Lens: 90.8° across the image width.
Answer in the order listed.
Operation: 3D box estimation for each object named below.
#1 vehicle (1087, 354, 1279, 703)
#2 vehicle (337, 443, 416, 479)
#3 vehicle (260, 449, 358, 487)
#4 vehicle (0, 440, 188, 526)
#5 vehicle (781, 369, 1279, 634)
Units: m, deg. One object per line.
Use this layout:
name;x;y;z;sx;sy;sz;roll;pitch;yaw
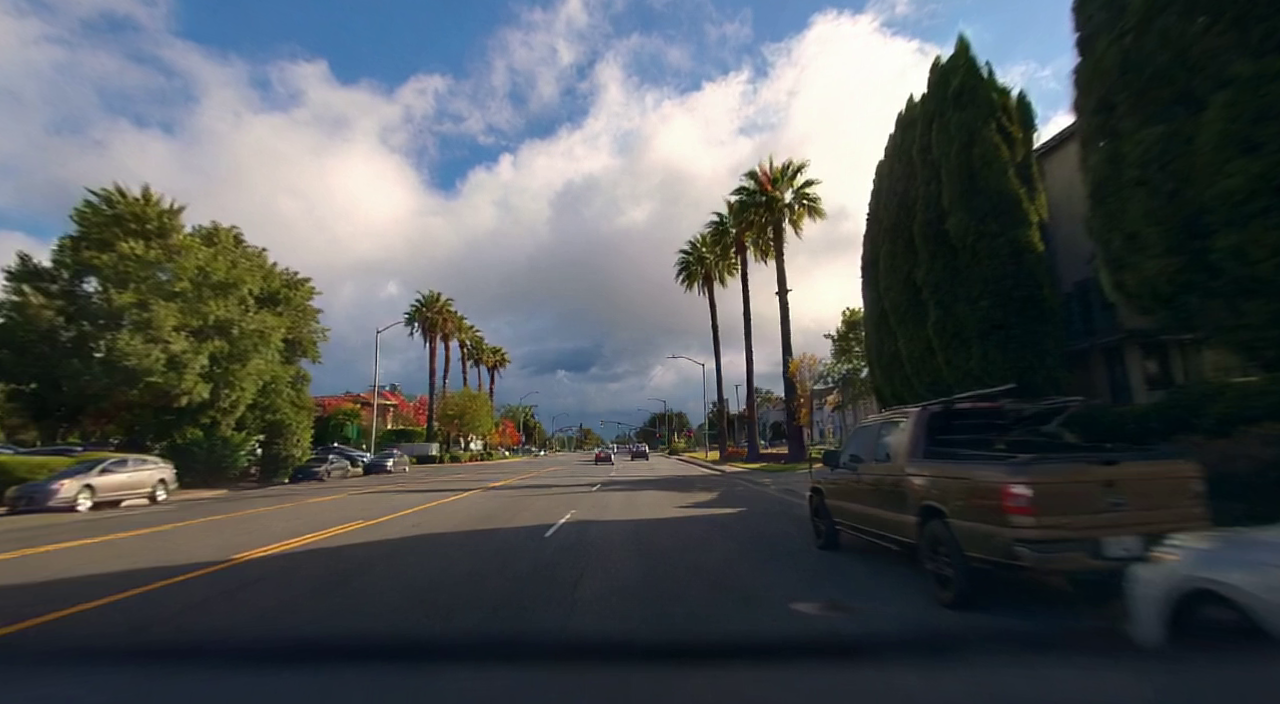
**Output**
vehicle;3.714;0.655;1.161;2.019;1.726;5.012;0;-9;-1
vehicle;-14.277;5.917;34.626;2.143;1.808;5.265;0;-9;-1
vehicle;-14.199;4.978;27.430;1.883;1.496;4.445;0;-9;-1
vehicle;-13.851;3.077;15.472;2.118;1.750;4.655;0;-9;-1
vehicle;3.508;1.448;7.174;2.435;1.872;5.153;0;-9;-2
